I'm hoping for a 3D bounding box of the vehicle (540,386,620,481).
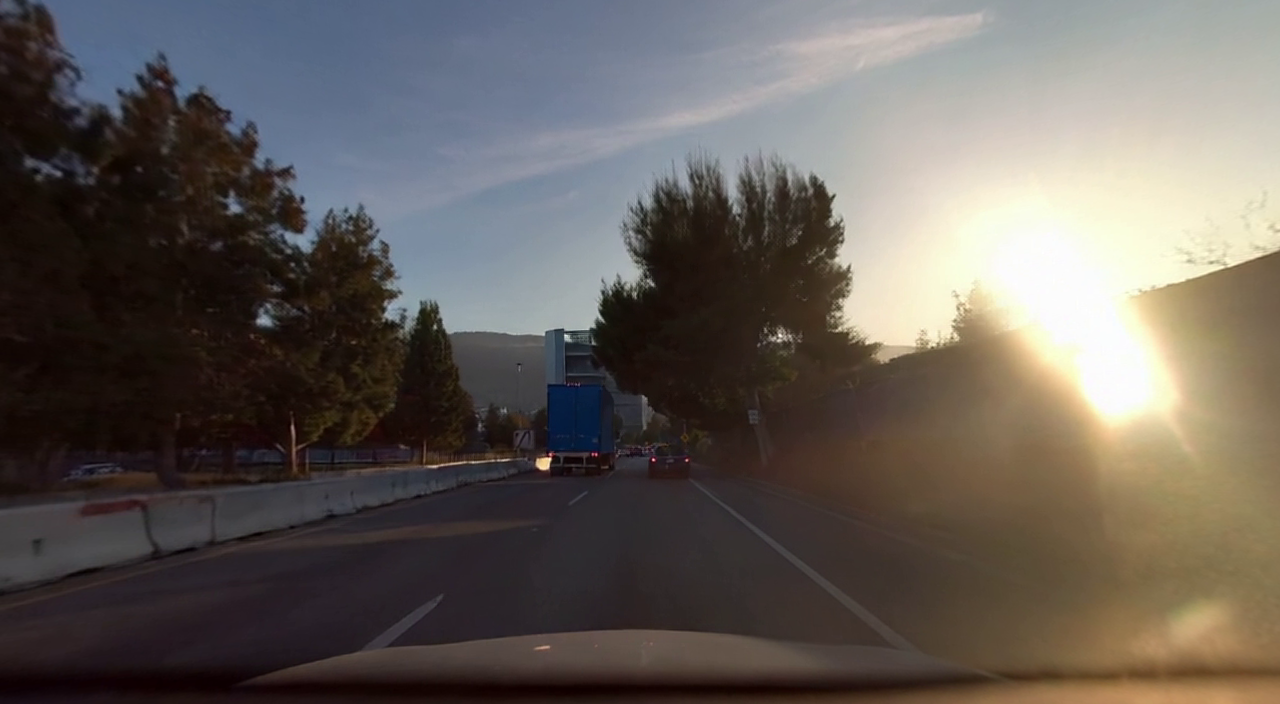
[{"bbox_3d":[-2.835,4.697,35.307,2.906,4.115,15.715,0,-9,0],"label":"vehicle"}]

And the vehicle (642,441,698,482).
[{"bbox_3d":[1.257,4.844,28.279,2.304,1.675,4.462,0,-9,0],"label":"vehicle"}]
